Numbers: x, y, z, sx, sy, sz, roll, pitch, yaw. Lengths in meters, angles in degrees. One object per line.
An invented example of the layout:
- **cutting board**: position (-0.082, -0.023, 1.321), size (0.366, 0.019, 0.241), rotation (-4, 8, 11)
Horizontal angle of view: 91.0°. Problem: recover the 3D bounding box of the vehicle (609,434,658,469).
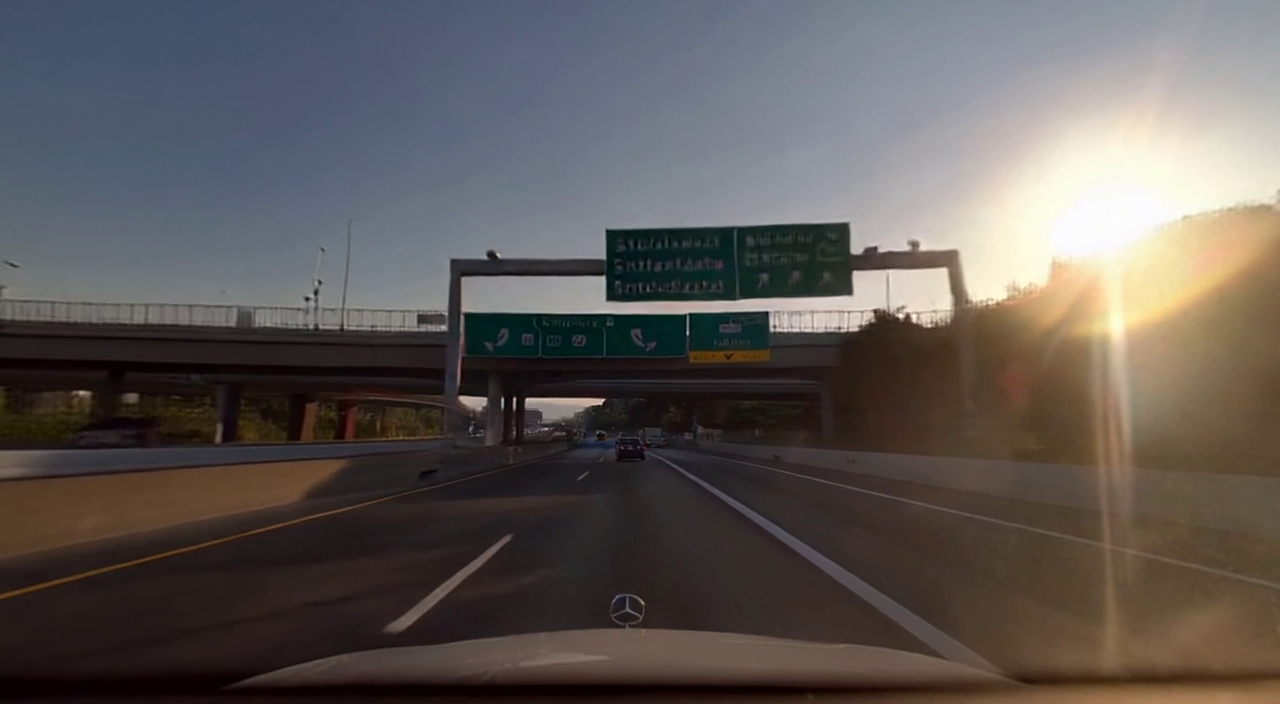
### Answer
- **vehicle**: position (-0.287, 4.718, 29.954), size (2.130, 1.512, 4.057), rotation (0, -8, 0)
